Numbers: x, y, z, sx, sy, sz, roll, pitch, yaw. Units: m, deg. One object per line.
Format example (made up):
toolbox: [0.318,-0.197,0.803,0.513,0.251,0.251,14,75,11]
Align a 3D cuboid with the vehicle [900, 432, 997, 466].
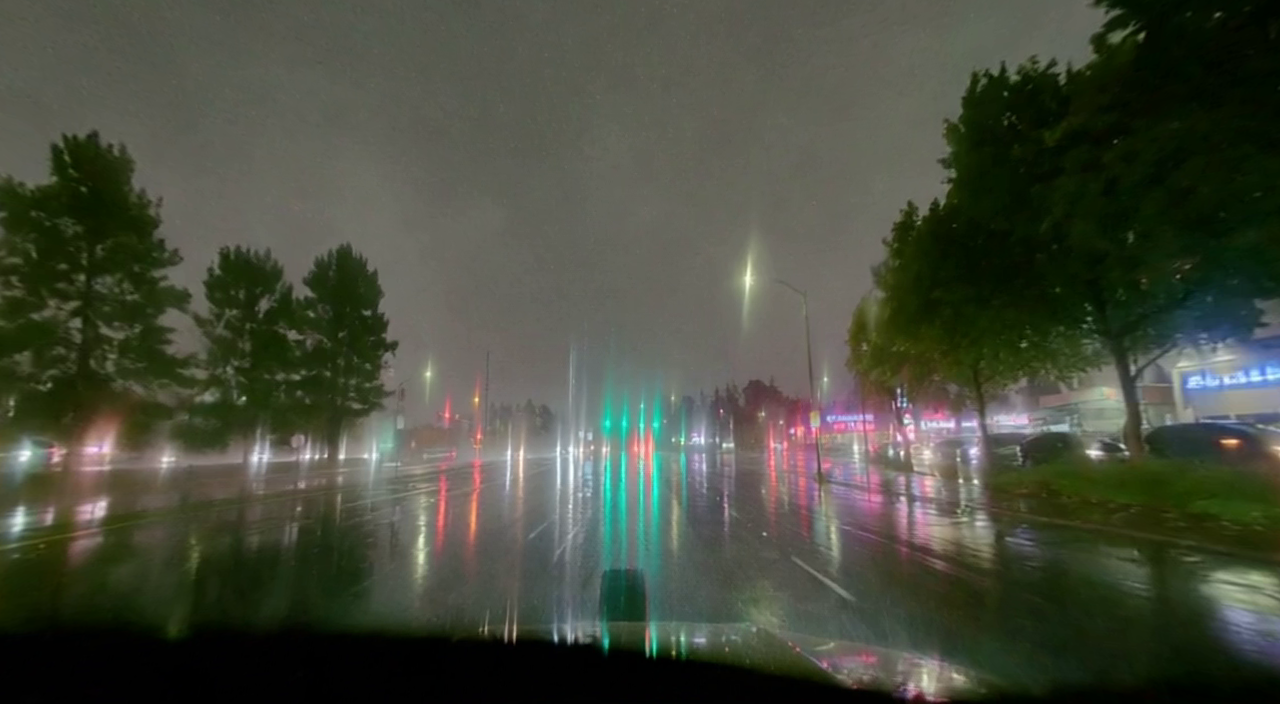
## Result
vehicle: [17.189,5.394,35.257,4.362,1.455,1.816,-5,-7,0]

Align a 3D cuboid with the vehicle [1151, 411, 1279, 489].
vehicle: [17.350,2.680,17.796,1.929,1.943,4.538,-2,-7,0]

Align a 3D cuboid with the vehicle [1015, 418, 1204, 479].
vehicle: [16.052,3.311,21.786,4.749,1.785,2.137,-2,-7,0]
